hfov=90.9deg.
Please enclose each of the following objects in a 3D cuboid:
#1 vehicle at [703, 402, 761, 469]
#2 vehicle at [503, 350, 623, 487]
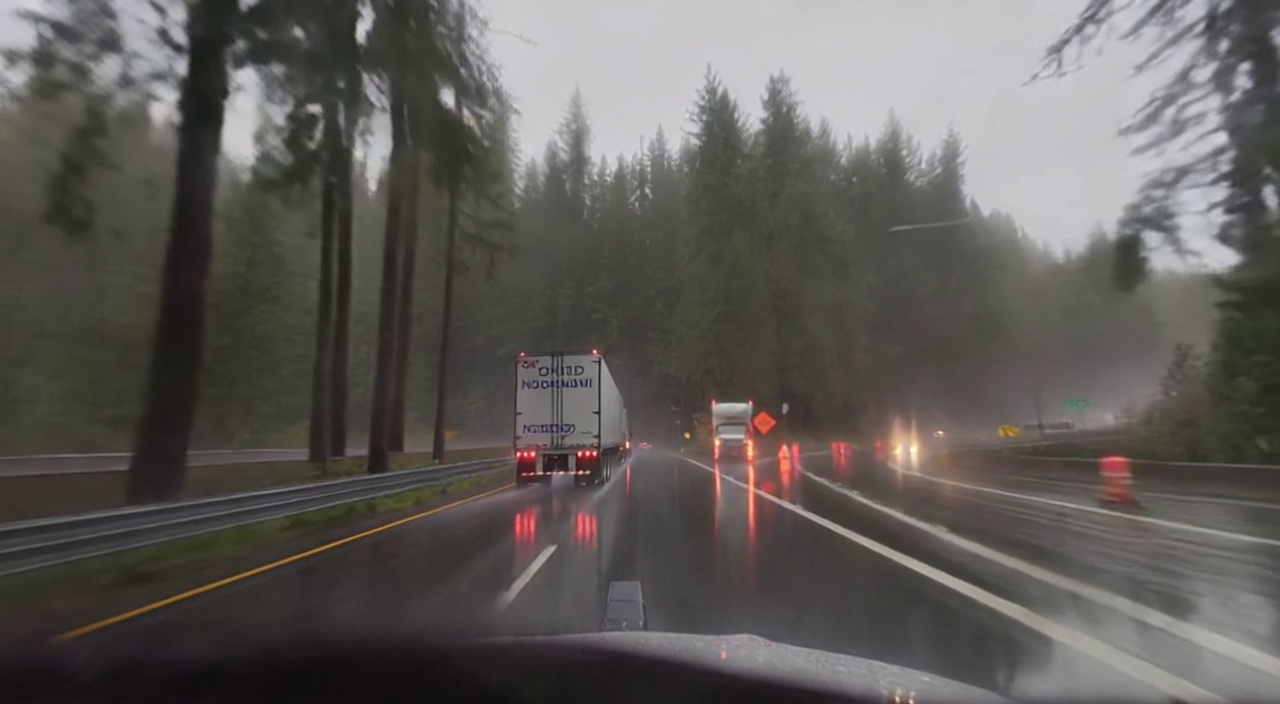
[{"bbox_3d":[5.070,4.680,35.323,2.928,3.571,3.032,-1,-8,3],"label":"vehicle"},{"bbox_3d":[-2.489,3.139,26.993,2.873,4.060,16.327,0,-8,1],"label":"vehicle"}]
